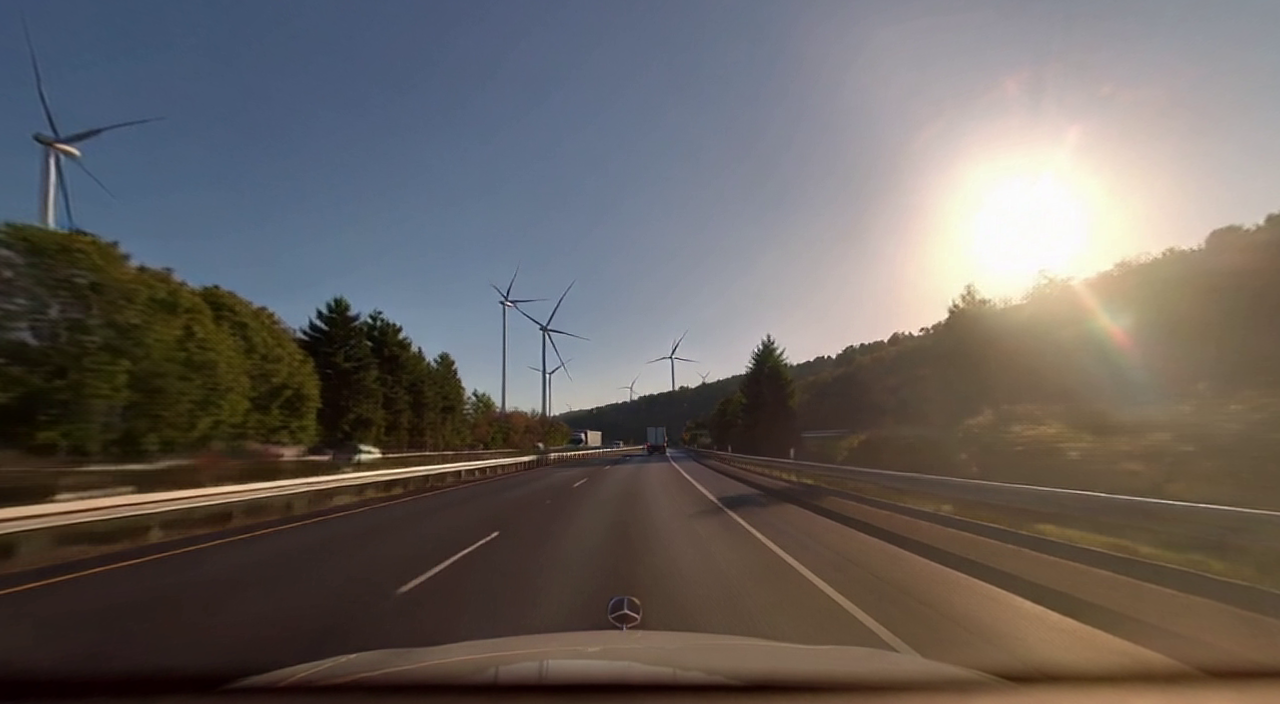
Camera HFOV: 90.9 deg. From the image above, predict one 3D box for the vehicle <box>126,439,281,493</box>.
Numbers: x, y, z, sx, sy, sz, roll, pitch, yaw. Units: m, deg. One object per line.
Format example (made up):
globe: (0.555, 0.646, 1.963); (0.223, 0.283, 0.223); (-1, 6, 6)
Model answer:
vehicle: (-12.928, 3.380, 18.986); (1.903, 1.442, 3.765); (0, -9, 1)

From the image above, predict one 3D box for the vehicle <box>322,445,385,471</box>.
vehicle: (-16.566, 6.126, 36.603); (1.773, 1.440, 3.723); (0, -9, 2)
